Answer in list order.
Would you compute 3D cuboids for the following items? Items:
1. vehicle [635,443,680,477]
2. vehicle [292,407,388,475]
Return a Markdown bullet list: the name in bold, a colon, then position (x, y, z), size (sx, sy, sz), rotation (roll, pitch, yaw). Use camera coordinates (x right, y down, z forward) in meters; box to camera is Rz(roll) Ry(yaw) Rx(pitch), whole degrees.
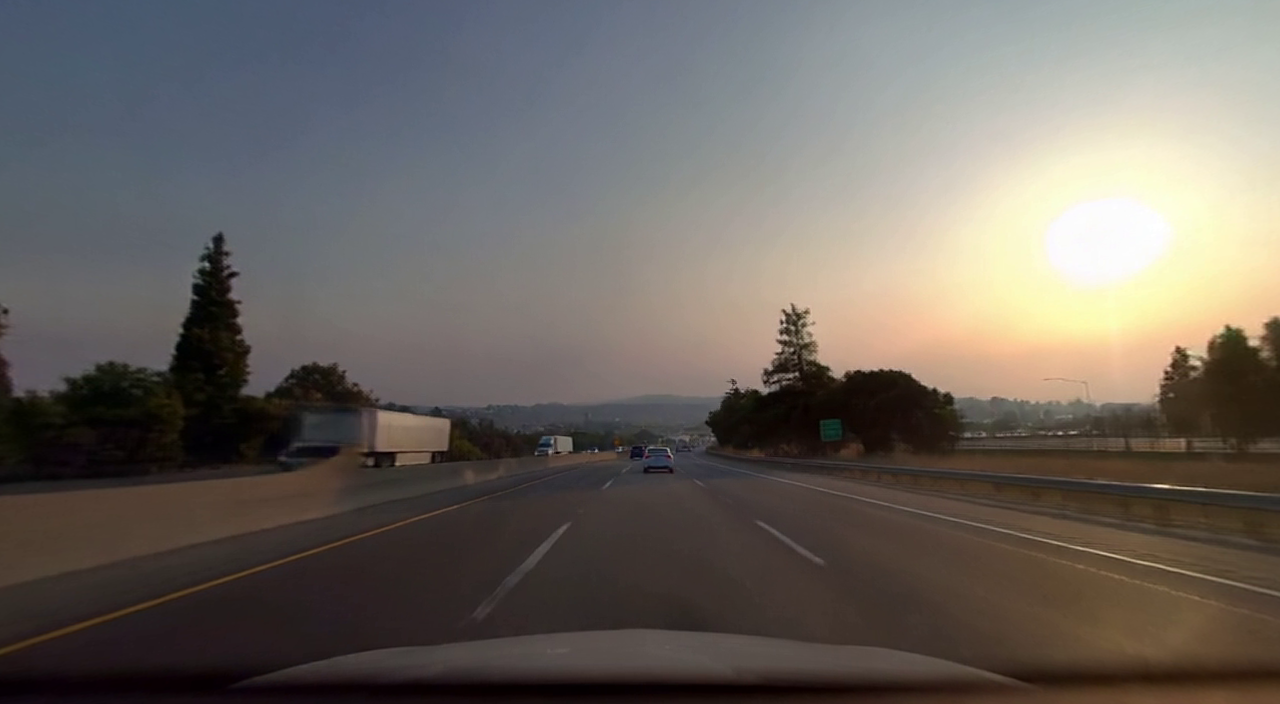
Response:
- **vehicle**: position (0.886, 5.749, 33.764), size (2.231, 1.652, 4.503), rotation (0, -9, 0)
- **vehicle**: position (-18.795, 5.695, 40.027), size (2.989, 3.992, 5.889), rotation (0, -9, 0)
